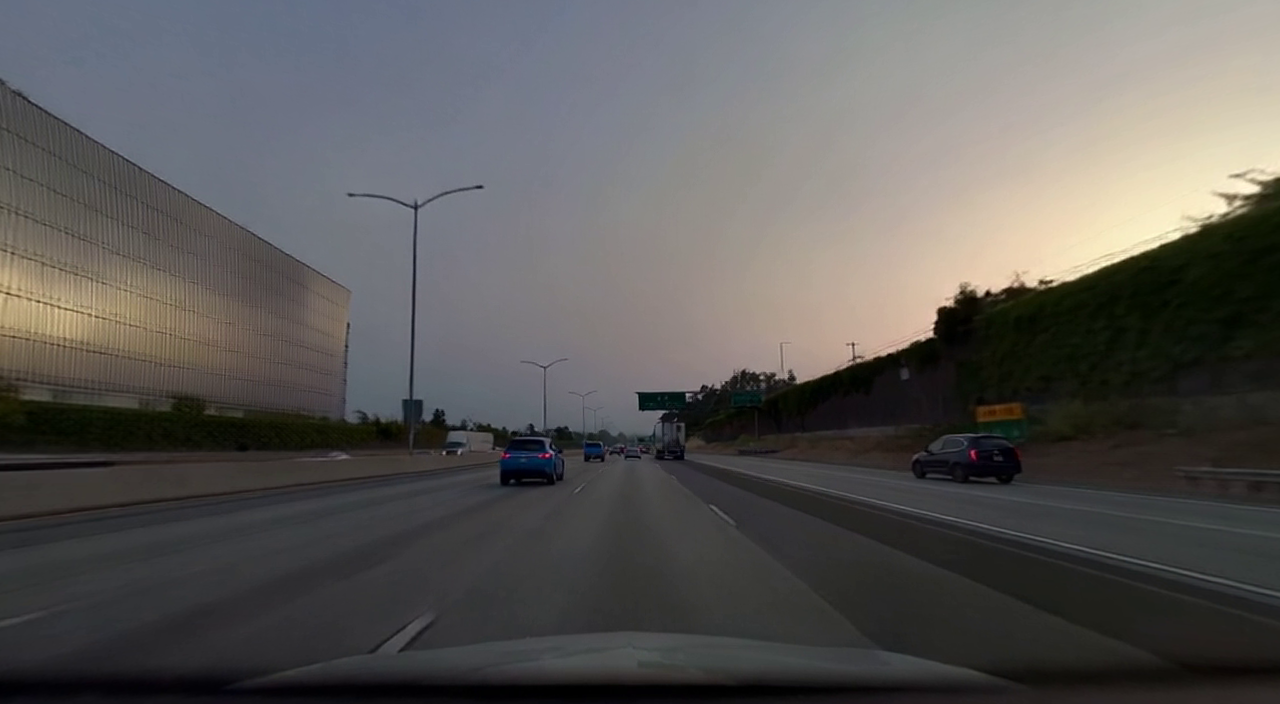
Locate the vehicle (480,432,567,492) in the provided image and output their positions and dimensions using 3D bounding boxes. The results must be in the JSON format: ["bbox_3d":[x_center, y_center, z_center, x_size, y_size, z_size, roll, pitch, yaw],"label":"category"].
[{"bbox_3d":[-3.623,3.514,20.483,2.039,1.710,4.237,0,-9,-1],"label":"vehicle"}]

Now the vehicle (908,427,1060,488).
[{"bbox_3d":[11.182,3.491,21.114,2.089,1.787,5.080,0,-9,-1],"label":"vehicle"}]
